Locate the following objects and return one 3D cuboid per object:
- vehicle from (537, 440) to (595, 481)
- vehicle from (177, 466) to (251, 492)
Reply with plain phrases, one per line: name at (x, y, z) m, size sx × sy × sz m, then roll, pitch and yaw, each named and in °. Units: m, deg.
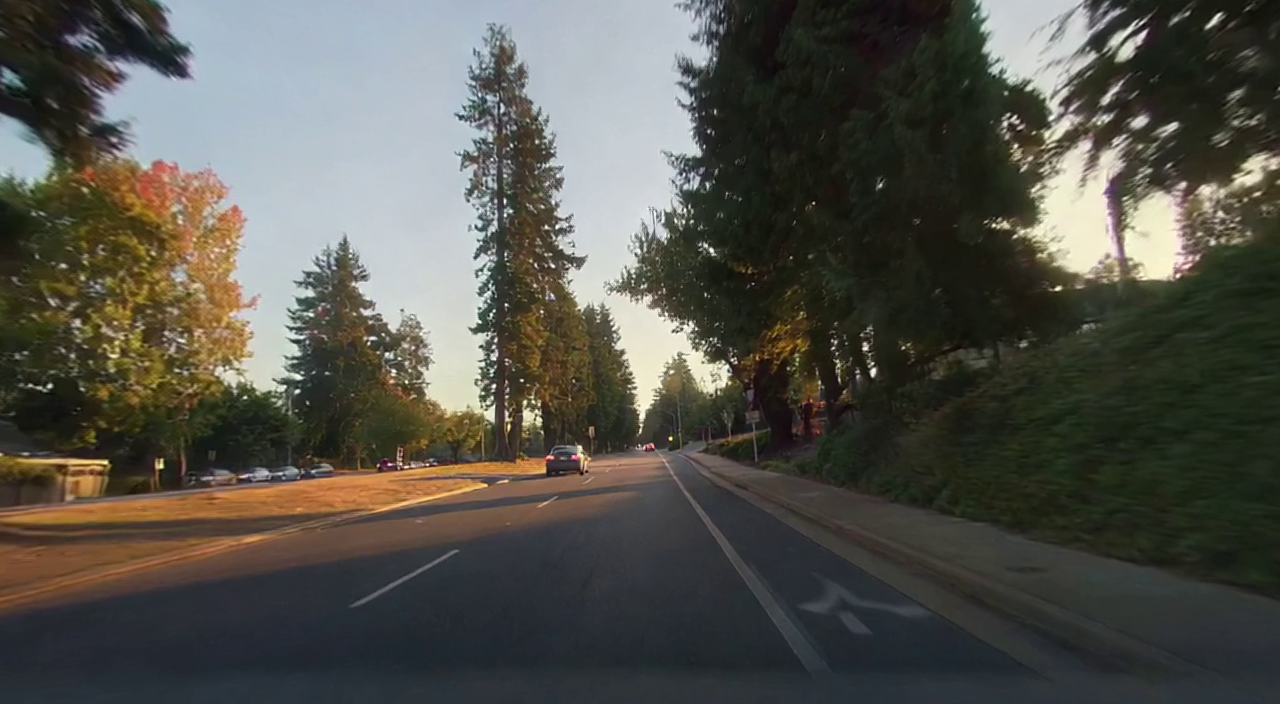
vehicle at (-3.324, 4.968, 29.171) m, size 2.016 × 1.694 × 4.335 m, roll 0°, pitch -8°, yaw 1°
vehicle at (-29.491, 8.779, 43.828) m, size 1.912 × 1.475 × 4.918 m, roll 0°, pitch -8°, yaw -3°
